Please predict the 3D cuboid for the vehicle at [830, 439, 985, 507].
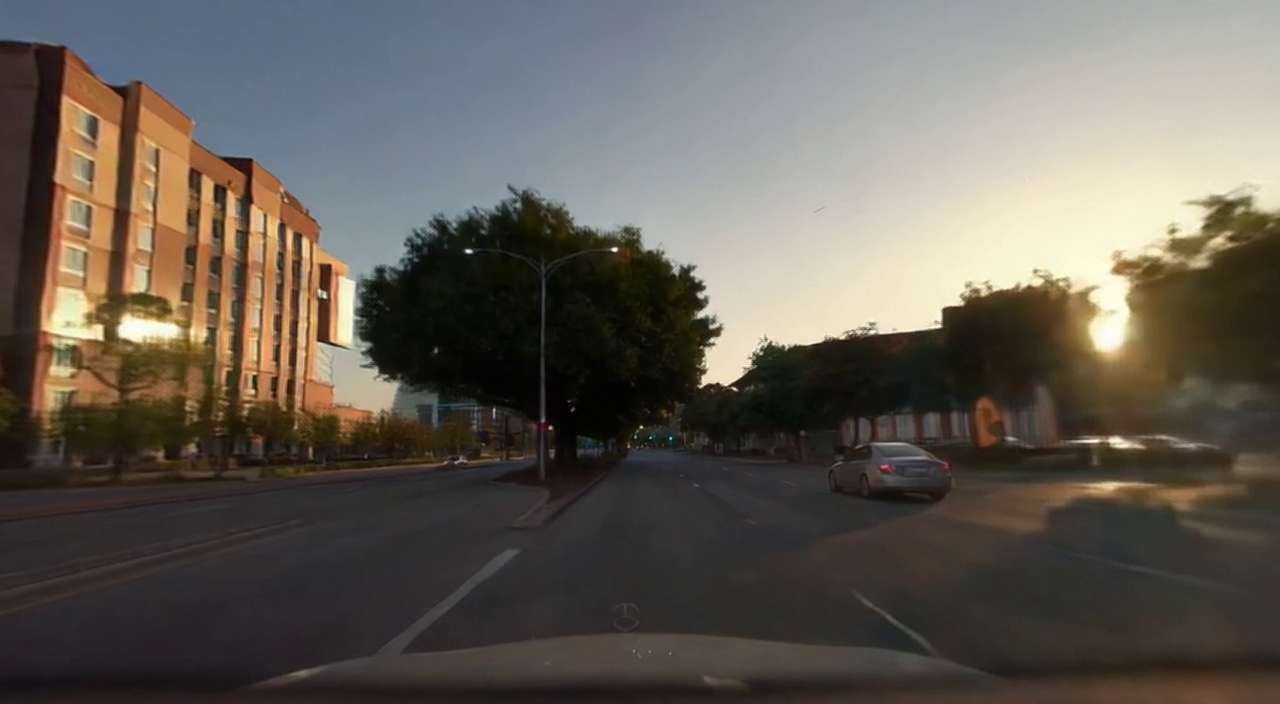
[{"bbox_3d":[6.726,3.069,16.570,1.913,1.504,4.738,0,-9,-1],"label":"vehicle"}]
